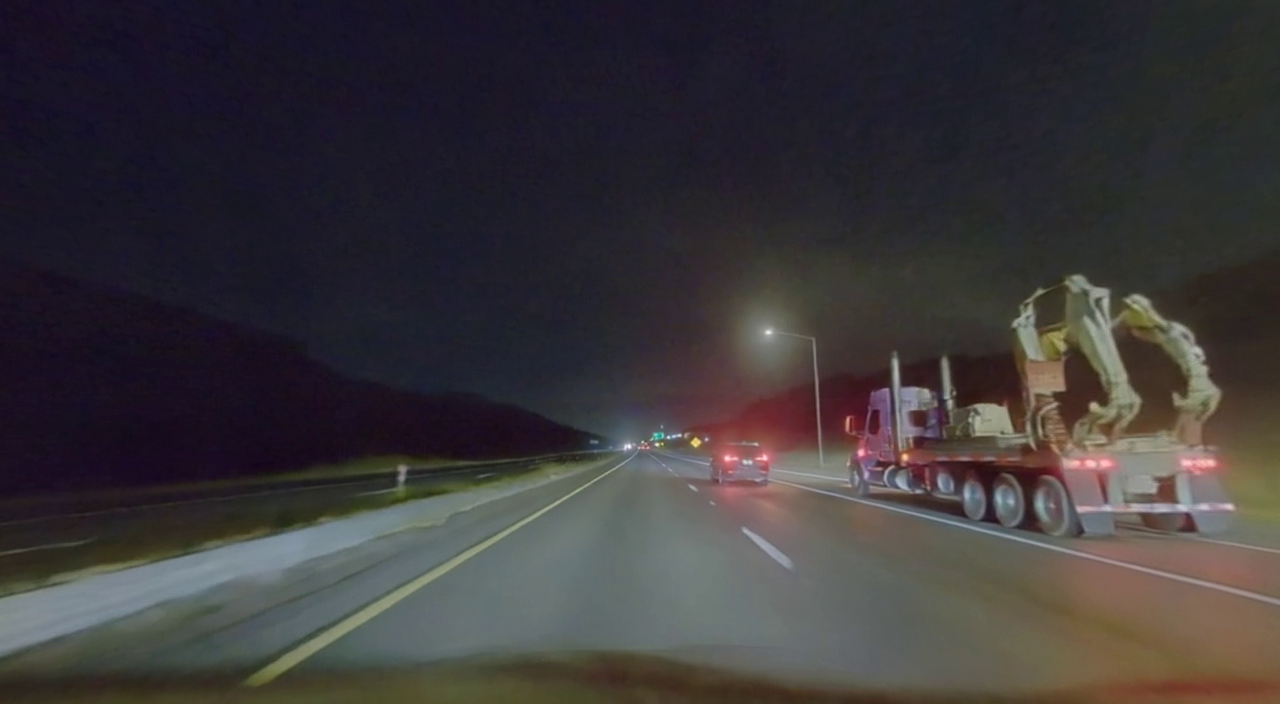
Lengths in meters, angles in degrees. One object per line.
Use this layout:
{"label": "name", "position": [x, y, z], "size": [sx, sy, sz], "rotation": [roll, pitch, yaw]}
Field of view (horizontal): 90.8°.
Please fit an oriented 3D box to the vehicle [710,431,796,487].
{"label": "vehicle", "position": [4.367, 4.269, 25.399], "size": [2.309, 2.003, 5.139], "rotation": [0, -9, -2]}
